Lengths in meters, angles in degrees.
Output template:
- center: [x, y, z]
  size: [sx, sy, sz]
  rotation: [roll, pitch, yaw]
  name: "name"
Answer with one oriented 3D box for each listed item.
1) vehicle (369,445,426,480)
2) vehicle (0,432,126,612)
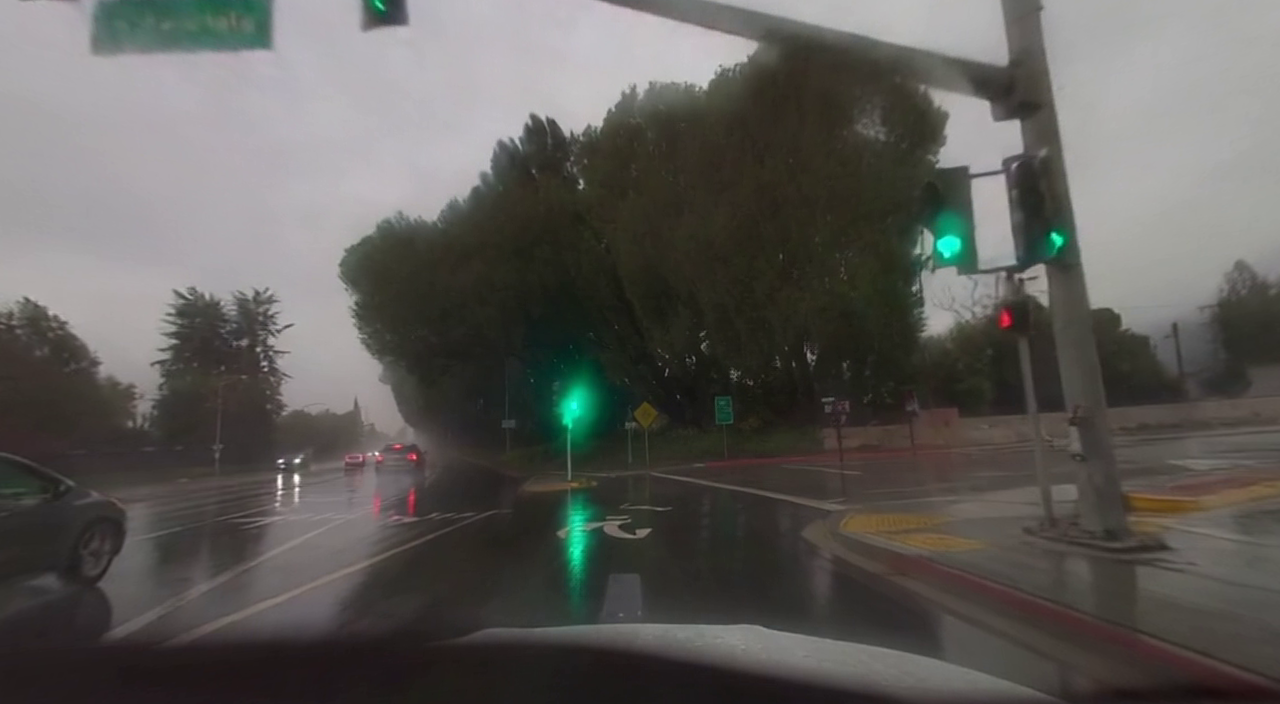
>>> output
- center: [-12.911, 5.879, 33.955]
  size: [2.134, 1.707, 4.471]
  rotation: [1, -9, -12]
  name: "vehicle"
- center: [-6.366, 1.366, 4.741]
  size: [1.936, 1.542, 4.336]
  rotation: [1, -9, -10]
  name: "vehicle"
